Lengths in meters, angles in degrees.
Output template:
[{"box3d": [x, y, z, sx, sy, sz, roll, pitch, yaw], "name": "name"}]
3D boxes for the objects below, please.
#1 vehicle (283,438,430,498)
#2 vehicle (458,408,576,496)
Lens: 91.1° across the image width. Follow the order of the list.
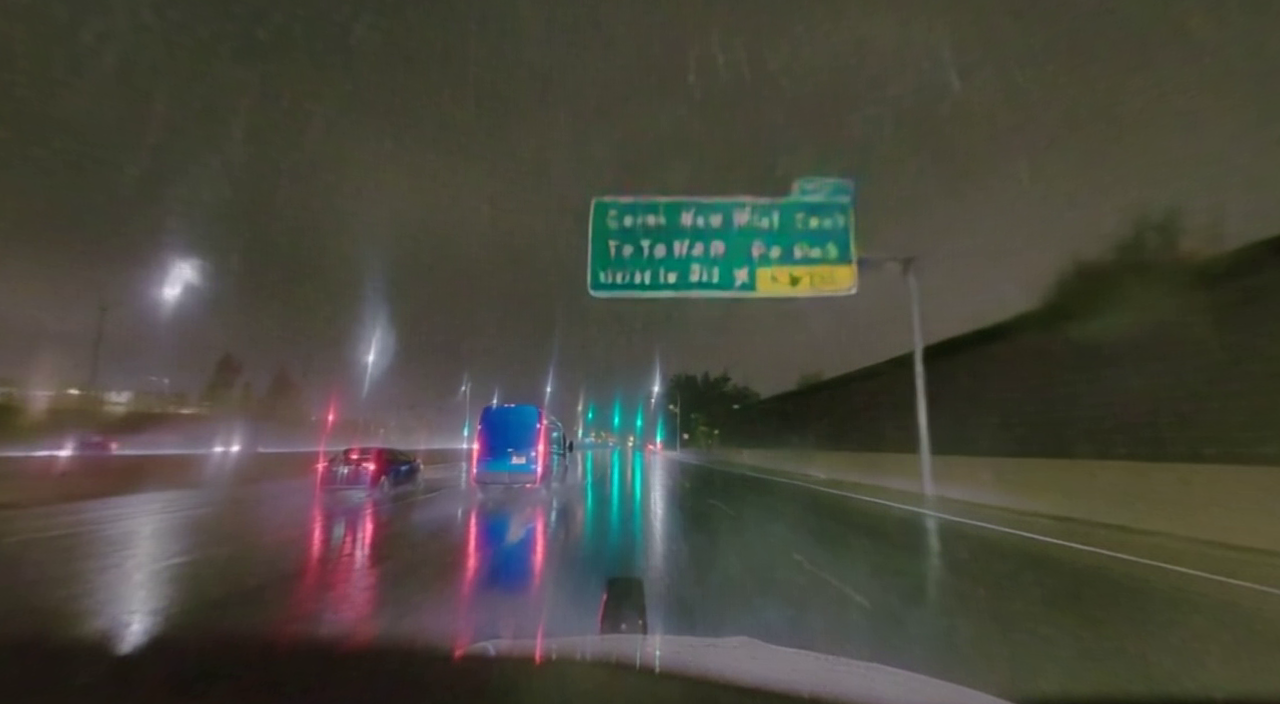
[{"box3d": [-7.914, 3.279, 18.162, 1.987, 1.490, 4.781, 0, -9, 0], "name": "vehicle"}, {"box3d": [-3.451, 2.984, 18.912, 2.372, 2.248, 5.393, 0, -9, 1], "name": "vehicle"}]
